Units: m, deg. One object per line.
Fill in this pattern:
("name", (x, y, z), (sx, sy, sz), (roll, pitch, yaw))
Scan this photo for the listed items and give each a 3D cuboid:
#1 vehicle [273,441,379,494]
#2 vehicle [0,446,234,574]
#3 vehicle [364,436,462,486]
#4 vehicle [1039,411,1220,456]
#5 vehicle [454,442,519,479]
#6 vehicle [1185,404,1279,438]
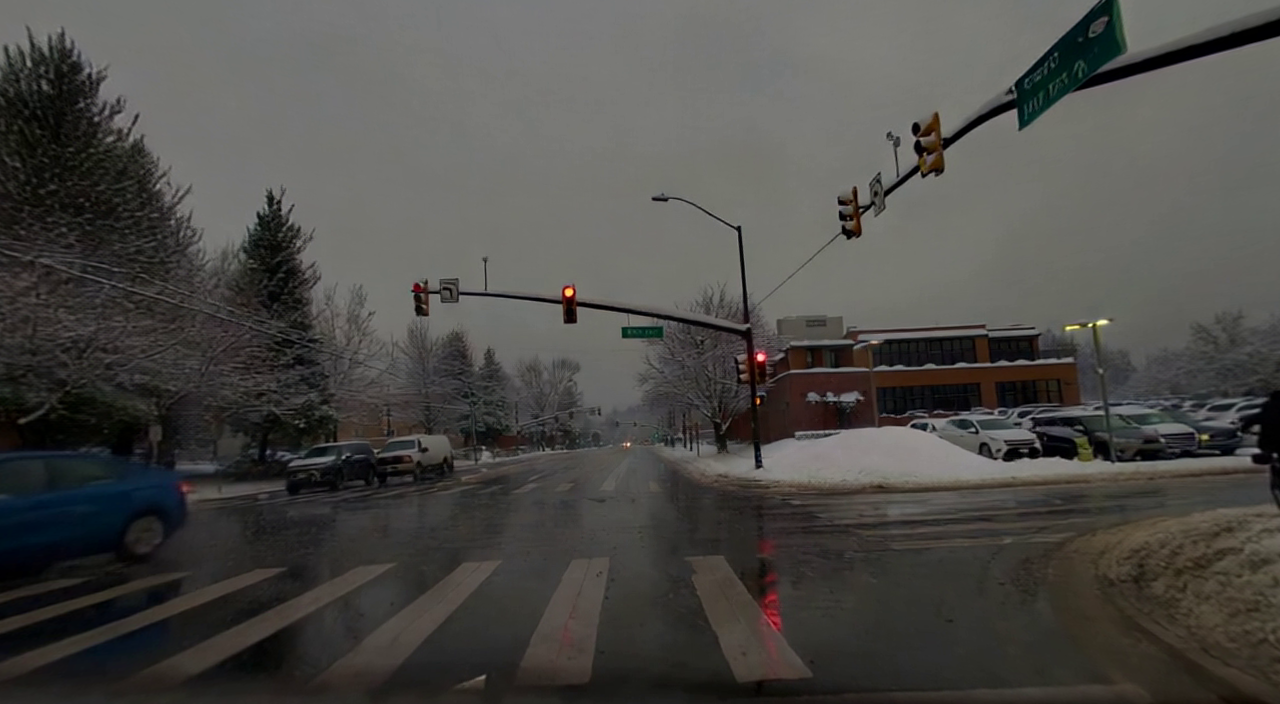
("vehicle", (-13.768, 5.062, 28.137), (2.251, 1.957, 4.968), (-4, -9, -1))
("vehicle", (-7.875, 1.879, 7.764), (1.855, 1.419, 4.385), (-6, -11, 36))
("vehicle", (-10.213, 4.955, 29.049), (2.475, 1.940, 5.702), (-3, -9, -1))
("vehicle", (16.910, 2.907, 22.122), (4.560, 1.453, 1.851), (-3, -9, 18))
("vehicle", (-7.024, 4.994, 29.317), (2.024, 1.470, 4.153), (-3, -9, -1))
("vehicle", (34.860, 4.029, 36.689), (4.326, 1.511, 1.725), (-8, -9, 16))
